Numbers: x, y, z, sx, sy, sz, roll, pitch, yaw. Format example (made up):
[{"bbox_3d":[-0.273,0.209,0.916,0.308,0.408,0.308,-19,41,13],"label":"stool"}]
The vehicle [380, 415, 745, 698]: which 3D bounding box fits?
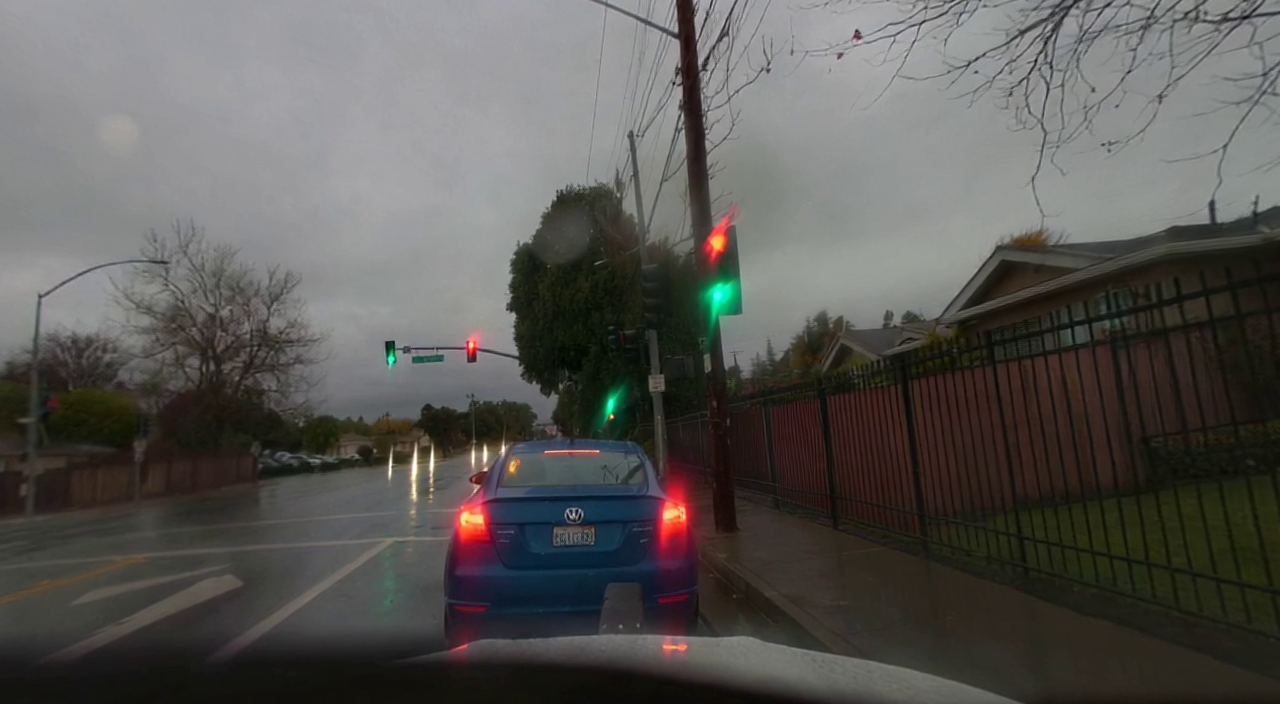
[{"bbox_3d":[-0.680,1.393,5.444,2.024,1.502,3.702,1,-9,-9],"label":"vehicle"}]
